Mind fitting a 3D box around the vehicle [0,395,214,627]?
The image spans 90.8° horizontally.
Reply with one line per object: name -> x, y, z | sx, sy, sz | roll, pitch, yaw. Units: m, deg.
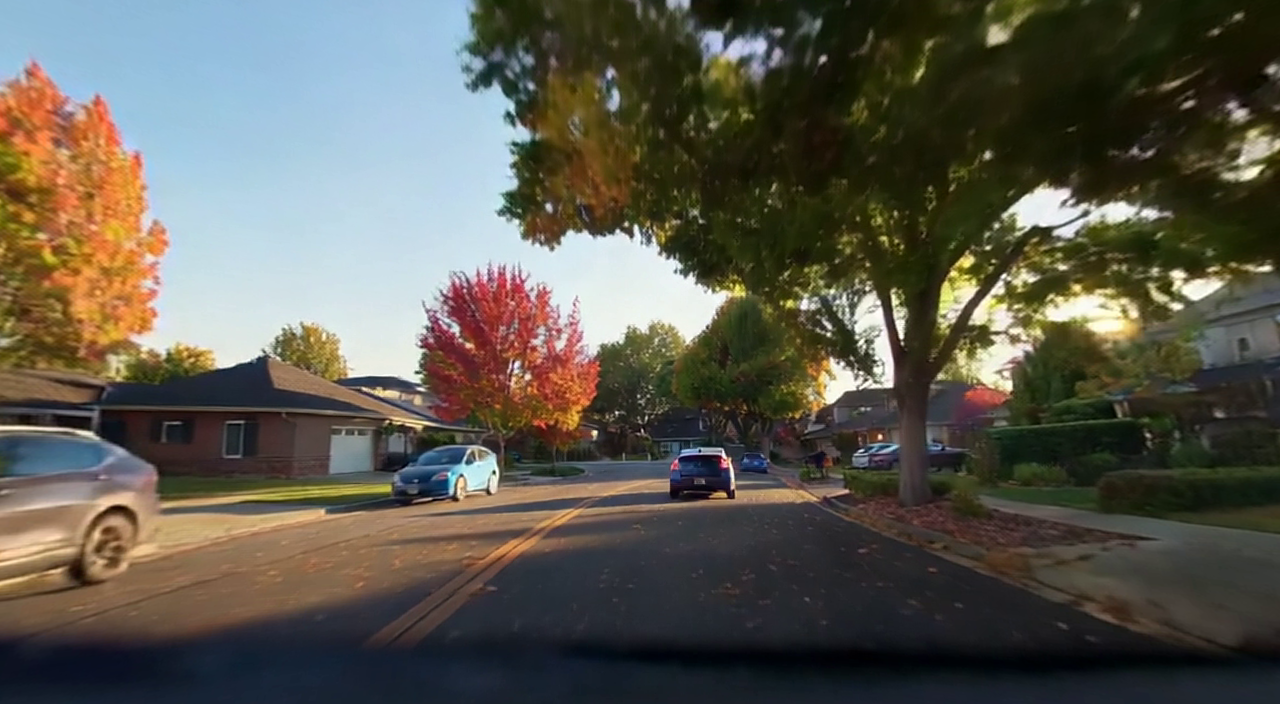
vehicle -> -6.303, 1.372, 5.316 | 2.235, 1.851, 4.662 | -3, -9, -1

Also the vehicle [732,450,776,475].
vehicle -> 7.304, 7.130, 40.984 | 2.089, 1.462, 4.529 | 0, -8, 1

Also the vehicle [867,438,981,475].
vehicle -> 13.845, 5.096, 30.989 | 4.524, 1.587, 2.064 | -2, -7, 0

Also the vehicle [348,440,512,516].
vehicle -> -5.577, 3.388, 17.712 | 2.641, 1.747, 4.738 | -2, -8, 5

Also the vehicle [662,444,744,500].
vehicle -> 1.881, 3.563, 19.238 | 2.192, 1.474, 4.192 | -1, -8, 5
